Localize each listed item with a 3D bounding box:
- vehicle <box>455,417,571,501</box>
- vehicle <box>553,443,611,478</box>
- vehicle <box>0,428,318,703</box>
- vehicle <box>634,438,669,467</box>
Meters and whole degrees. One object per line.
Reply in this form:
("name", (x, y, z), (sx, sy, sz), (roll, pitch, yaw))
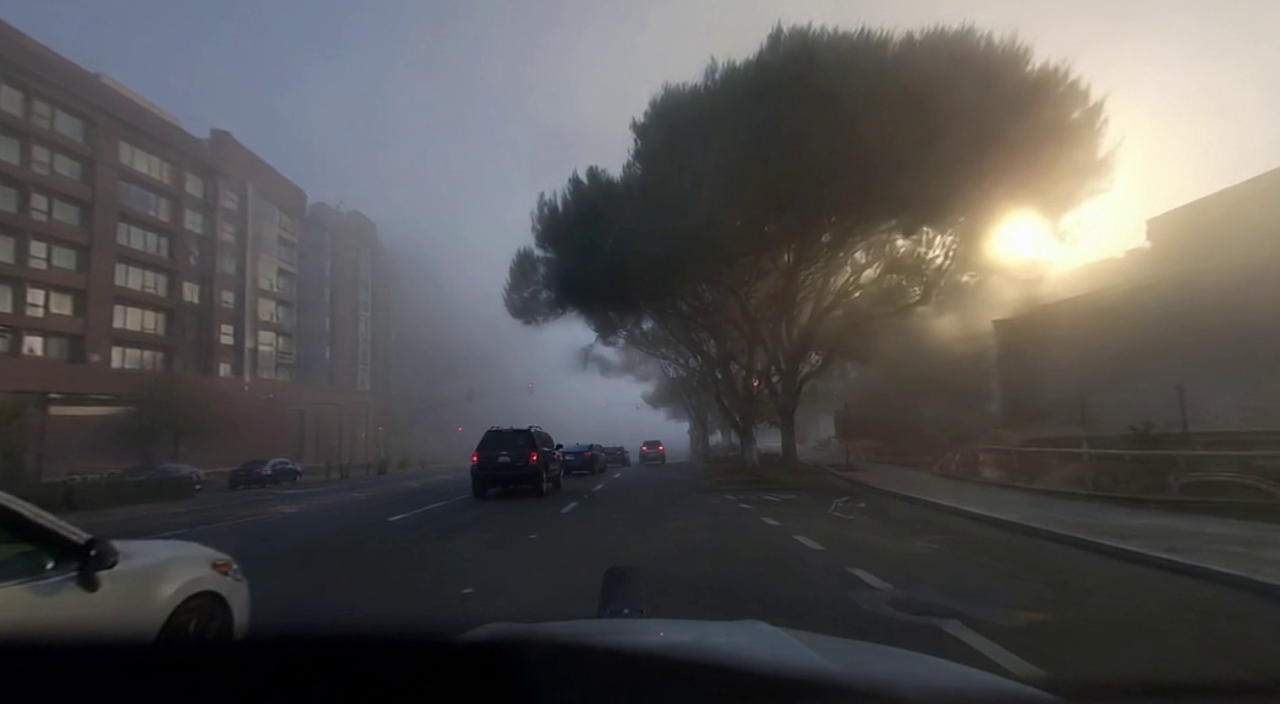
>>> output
("vehicle", (-3.305, 2.912, 17.429), (2.152, 1.987, 4.527), (0, -9, 1))
("vehicle", (-2.588, 4.973, 29.236), (2.246, 1.481, 4.146), (0, -9, 0))
("vehicle", (-2.856, 0.880, 1.475), (1.959, 1.406, 4.272), (0, -9, 0))
("vehicle", (0.760, 6.672, 41.938), (2.194, 1.779, 3.996), (0, -9, 0))
